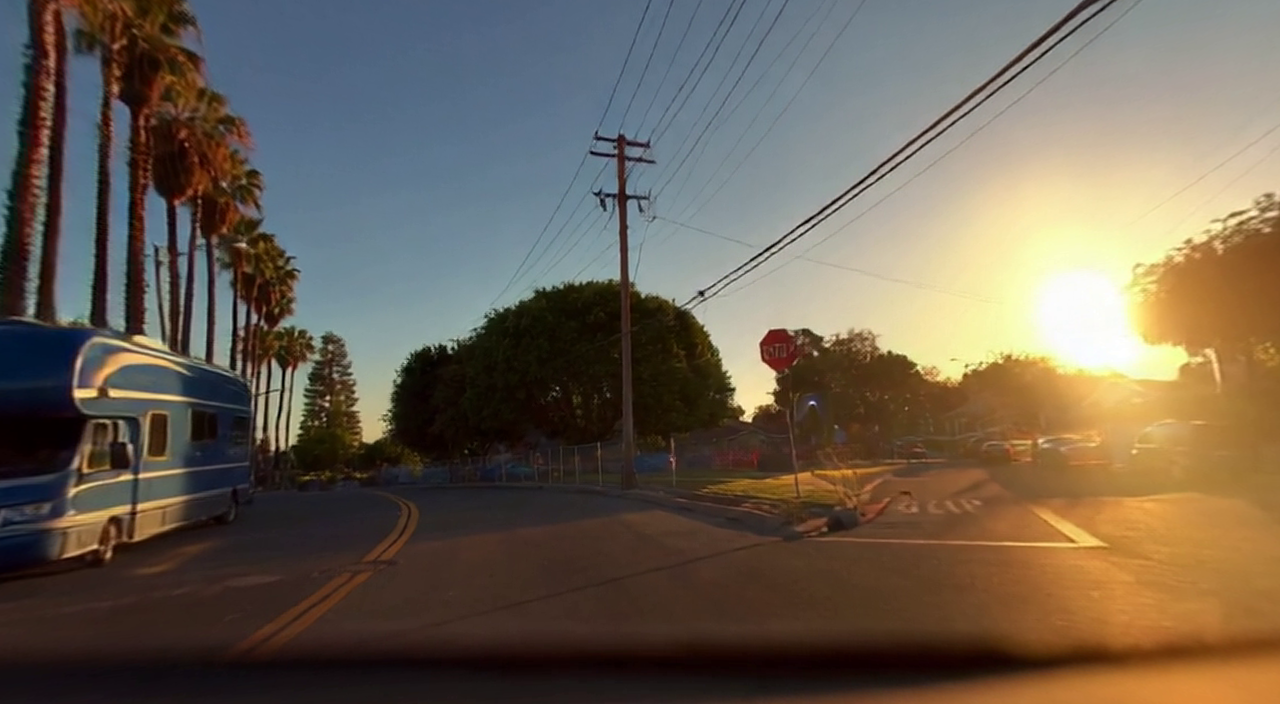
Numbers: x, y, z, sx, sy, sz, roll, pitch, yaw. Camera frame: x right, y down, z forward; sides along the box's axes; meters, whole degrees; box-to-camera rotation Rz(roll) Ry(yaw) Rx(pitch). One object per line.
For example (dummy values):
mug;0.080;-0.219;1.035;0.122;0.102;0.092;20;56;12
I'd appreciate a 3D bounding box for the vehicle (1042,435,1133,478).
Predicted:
vehicle;20.291;4.725;28.893;2.016;1.687;4.272;-3;-7;16

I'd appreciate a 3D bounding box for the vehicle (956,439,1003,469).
vehicle;26.737;7.999;49.909;2.094;1.992;4.941;-2;-6;14

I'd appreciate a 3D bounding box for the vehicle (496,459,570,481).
vehicle;-7.500;8.319;44.477;4.966;1.377;1.739;0;-7;-4

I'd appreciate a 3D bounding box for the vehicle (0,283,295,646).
vehicle;-9.495;1.653;11.583;3.216;3.720;11.364;1;-6;-17

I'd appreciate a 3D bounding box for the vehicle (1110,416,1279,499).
vehicle;16.206;2.944;18.605;2.451;2.076;4.928;-3;-7;21

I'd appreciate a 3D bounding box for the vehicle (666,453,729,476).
vehicle;4.344;8.483;47.673;4.461;1.417;1.781;2;-7;-26

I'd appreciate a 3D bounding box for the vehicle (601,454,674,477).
vehicle;-0.199;8.186;45.688;4.952;1.472;1.837;2;-8;-18

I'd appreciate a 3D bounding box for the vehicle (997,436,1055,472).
vehicle;23.403;6.130;38.498;1.974;1.894;4.810;-3;-6;19

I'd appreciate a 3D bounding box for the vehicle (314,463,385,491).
vehicle;-21.066;9.041;45.838;4.586;1.784;1.890;-2;-7;19
